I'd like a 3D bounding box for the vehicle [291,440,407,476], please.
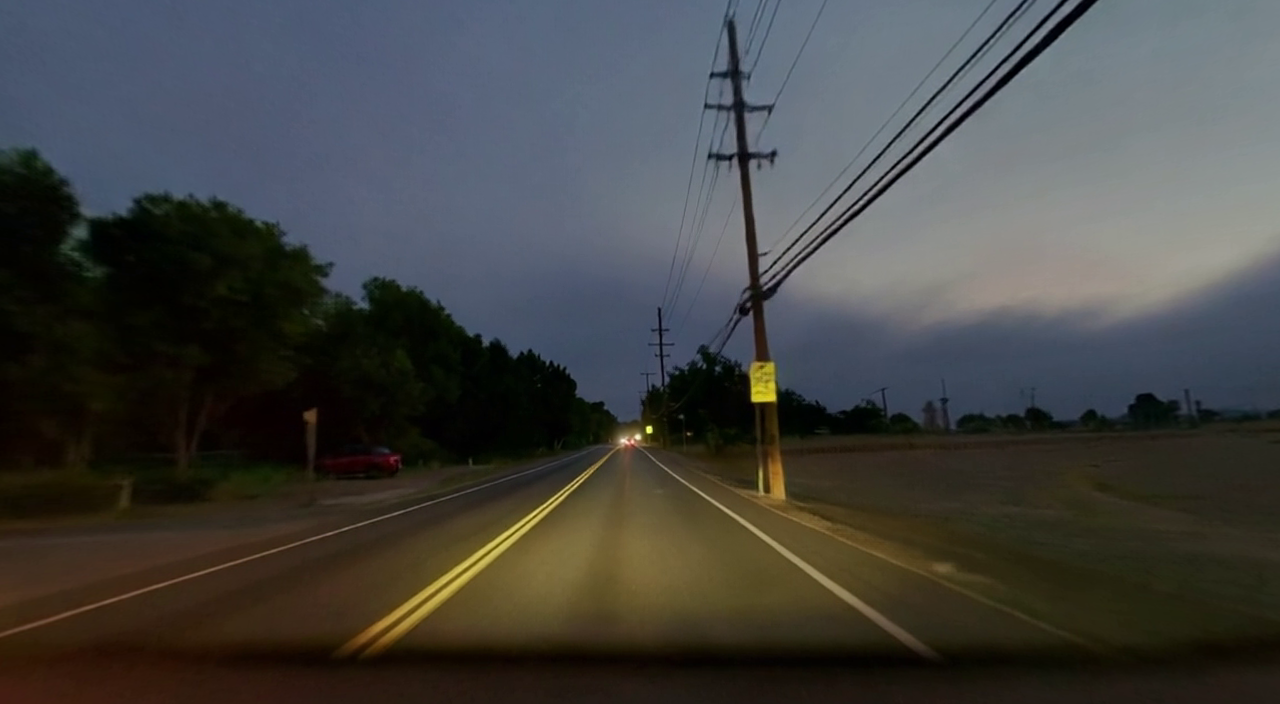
[{"bbox_3d":[-14.905,5.451,32.476,4.894,1.774,2.150,0,-8,1],"label":"vehicle"}]
